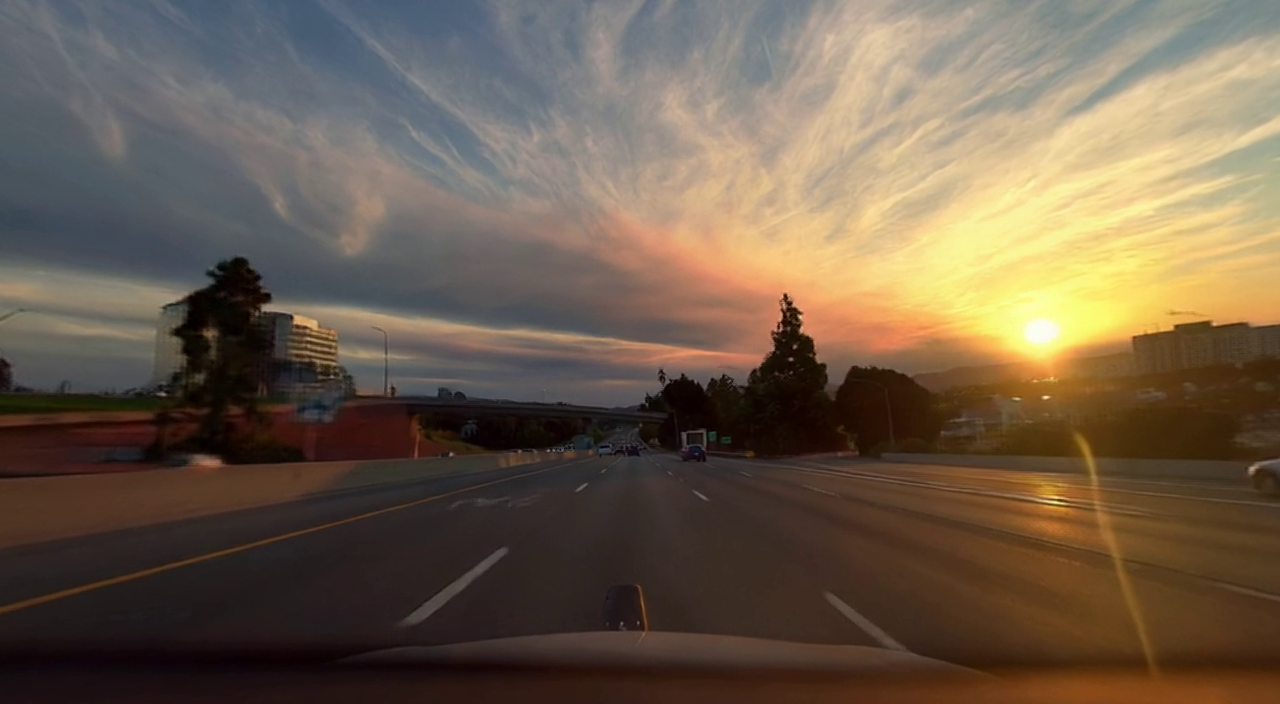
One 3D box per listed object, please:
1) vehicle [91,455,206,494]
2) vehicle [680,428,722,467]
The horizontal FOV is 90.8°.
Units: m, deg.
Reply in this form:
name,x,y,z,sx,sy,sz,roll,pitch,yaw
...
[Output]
name,x,y,z,sx,sy,sz,roll,pitch,yaw
vehicle,-23.167,5.774,30.029,1.911,1.641,4.276,0,-9,1
vehicle,4.433,7.084,46.902,2.576,2.670,5.494,0,-9,0
